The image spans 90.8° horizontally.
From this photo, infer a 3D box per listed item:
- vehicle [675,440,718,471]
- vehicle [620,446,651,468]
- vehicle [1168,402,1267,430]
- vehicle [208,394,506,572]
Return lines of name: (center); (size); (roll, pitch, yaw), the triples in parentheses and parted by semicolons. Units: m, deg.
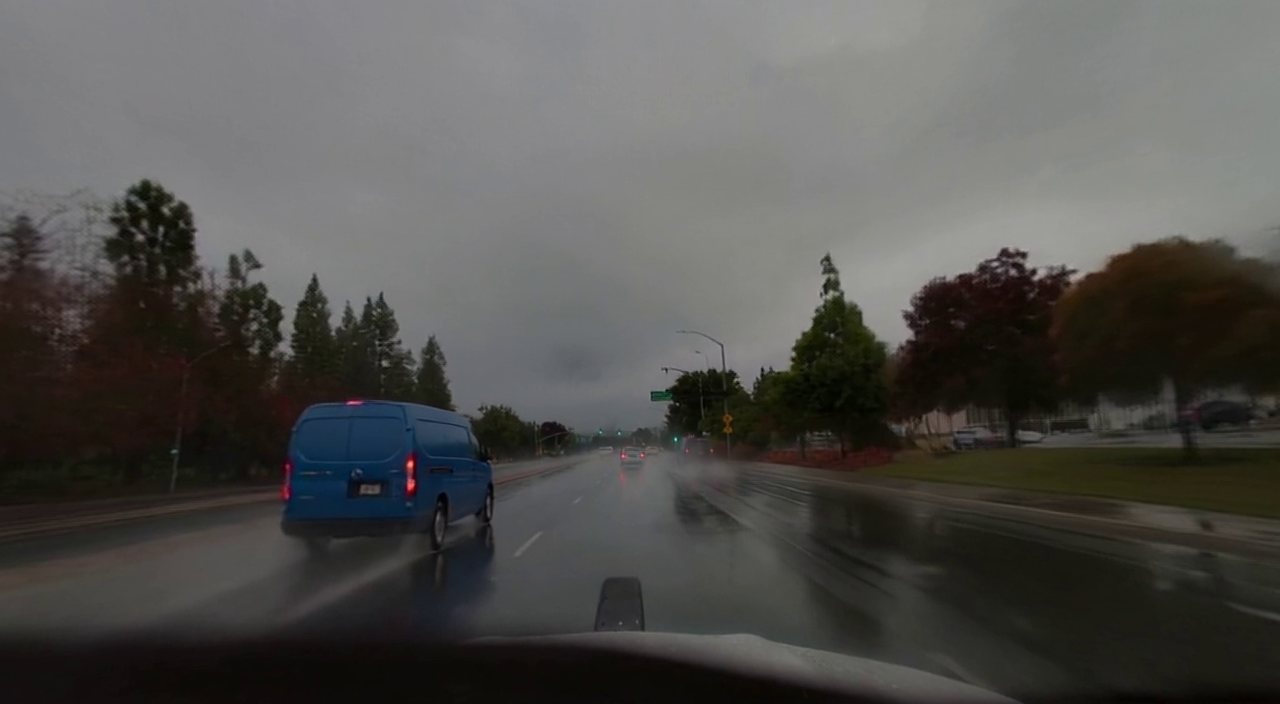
vehicle: (3.434, 6.412, 39.360); (2.181, 1.781, 4.257); (0, -9, -2)
vehicle: (-0.343, 7.265, 43.802); (2.039, 1.455, 3.826); (0, -9, -2)
vehicle: (44.058, 4.961, 48.426); (2.456, 1.814, 5.503); (-1, -9, 2)
vehicle: (-3.486, 1.732, 9.091); (2.075, 1.863, 4.744); (0, -9, 0)
